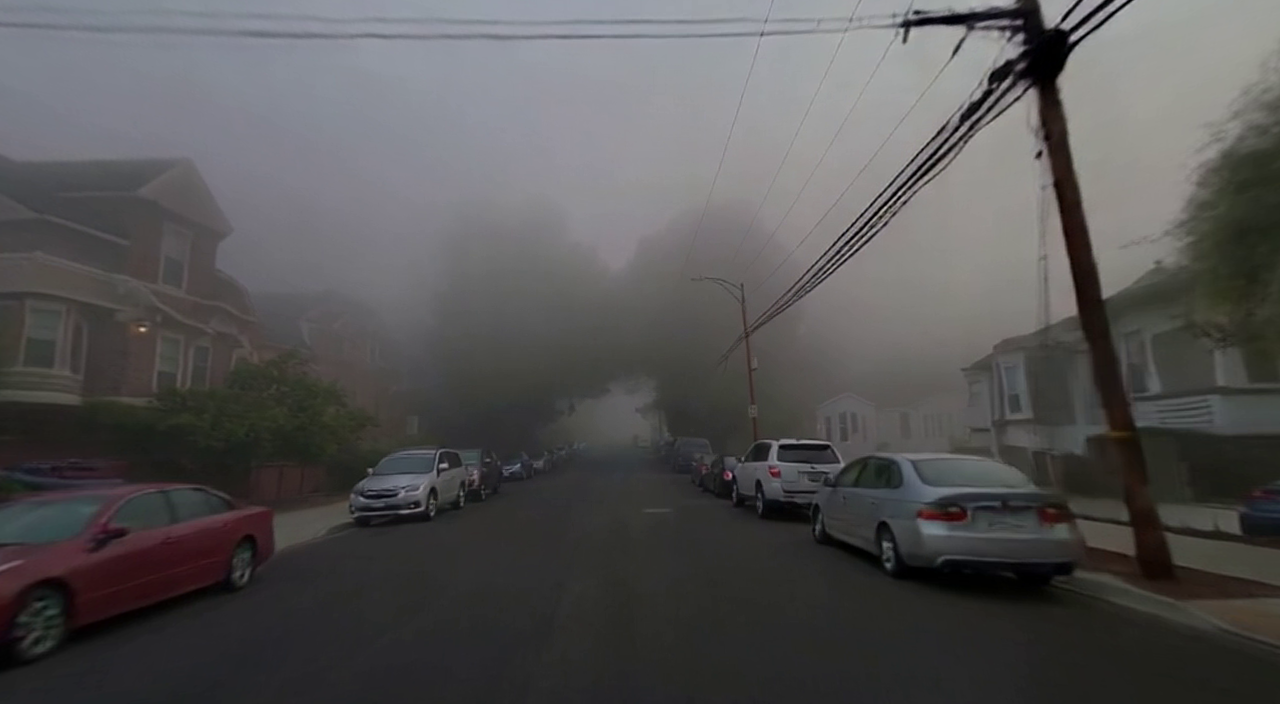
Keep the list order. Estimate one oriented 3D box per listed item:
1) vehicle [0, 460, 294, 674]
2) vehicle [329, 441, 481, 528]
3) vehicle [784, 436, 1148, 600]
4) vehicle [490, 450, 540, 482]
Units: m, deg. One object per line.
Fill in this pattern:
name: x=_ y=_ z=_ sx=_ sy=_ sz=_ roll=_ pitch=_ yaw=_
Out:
vehicle: x=-5.588 y=2.017 z=6.582 sx=1.852 sy=1.463 sz=4.441 roll=-5 pitch=-11 yaw=-6
vehicle: x=-6.170 y=3.516 z=17.575 sx=2.184 sy=1.958 sz=5.757 roll=0 pitch=-9 yaw=-2
vehicle: x=3.660 y=1.939 z=8.453 sx=2.174 sy=1.504 sz=4.809 roll=0 pitch=-9 yaw=-2
vehicle: x=-6.808 y=6.229 z=34.970 sx=2.002 sy=1.585 sz=5.080 roll=0 pitch=-9 yaw=-3
